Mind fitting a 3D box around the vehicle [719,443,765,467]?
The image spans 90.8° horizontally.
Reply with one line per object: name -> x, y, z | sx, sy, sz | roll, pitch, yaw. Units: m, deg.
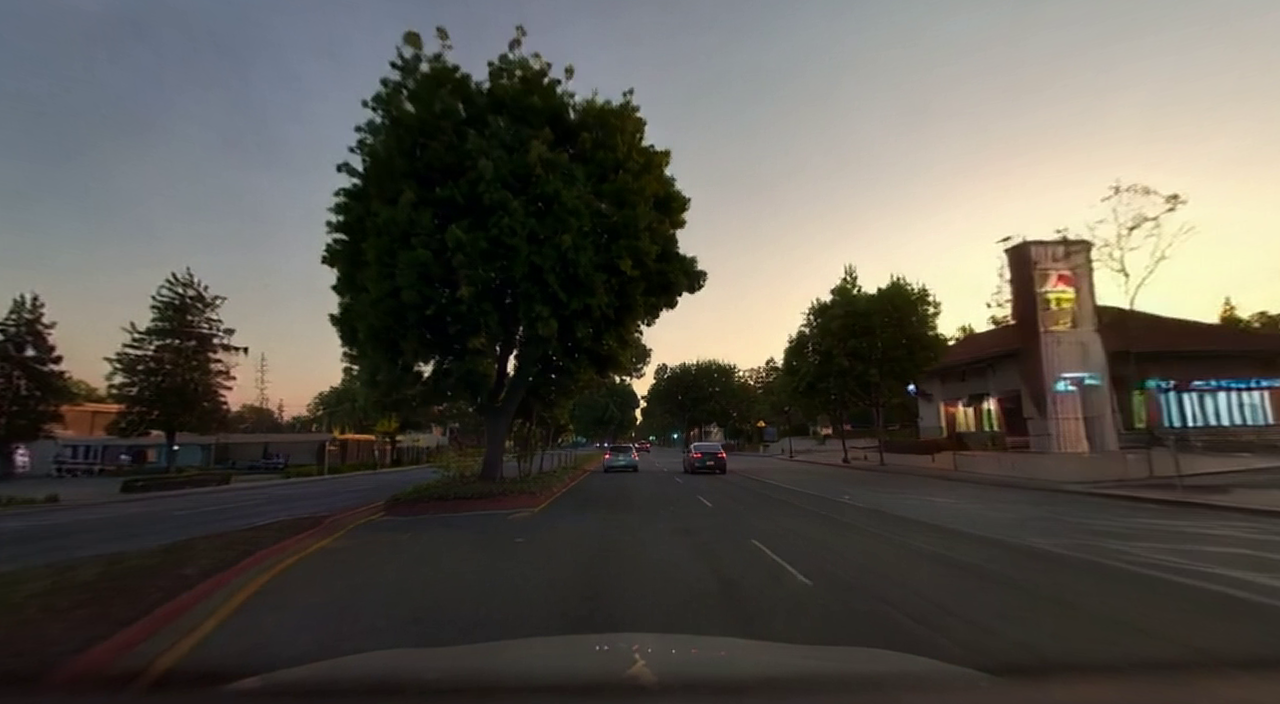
vehicle -> 6.316, 6.435, 39.624 | 2.068, 1.393, 3.874 | 0, -8, -2

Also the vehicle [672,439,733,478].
vehicle -> 2.583, 4.562, 27.336 | 2.057, 1.491, 4.675 | 0, -8, -2

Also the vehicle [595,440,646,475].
vehicle -> -0.897, 4.935, 29.782 | 2.242, 1.474, 4.127 | 0, -8, -1
